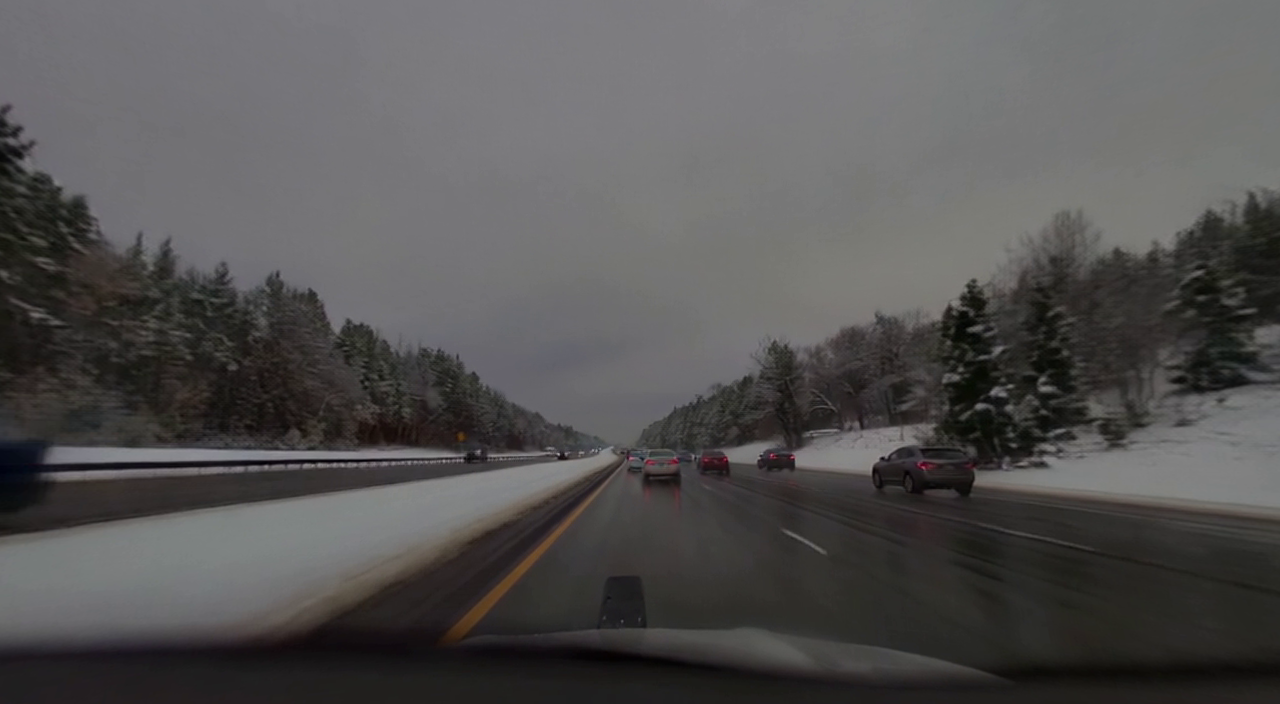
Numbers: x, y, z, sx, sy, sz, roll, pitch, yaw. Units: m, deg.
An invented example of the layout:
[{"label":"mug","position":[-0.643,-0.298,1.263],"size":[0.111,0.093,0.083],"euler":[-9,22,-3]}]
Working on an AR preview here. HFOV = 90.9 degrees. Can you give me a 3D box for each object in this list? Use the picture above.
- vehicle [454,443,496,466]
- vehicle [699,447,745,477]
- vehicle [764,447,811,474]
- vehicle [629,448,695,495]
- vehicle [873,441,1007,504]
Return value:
[{"label":"vehicle","position":[-12.104,7.533,46.426],"size":[1.950,1.566,4.141],"euler":[0,-9,1]},{"label":"vehicle","position":[4.416,5.992,34.509],"size":[1.981,1.518,4.029],"euler":[0,-9,0]},{"label":"vehicle","position":[9.184,6.760,39.523],"size":[1.957,1.594,3.632],"euler":[0,-9,-1]},{"label":"vehicle","position":[0.677,3.959,21.247],"size":[2.020,1.426,3.702],"euler":[0,-9,0]},{"label":"vehicle","position":[8.249,3.320,17.746],"size":[1.847,1.554,3.752],"euler":[0,-9,-1]}]
